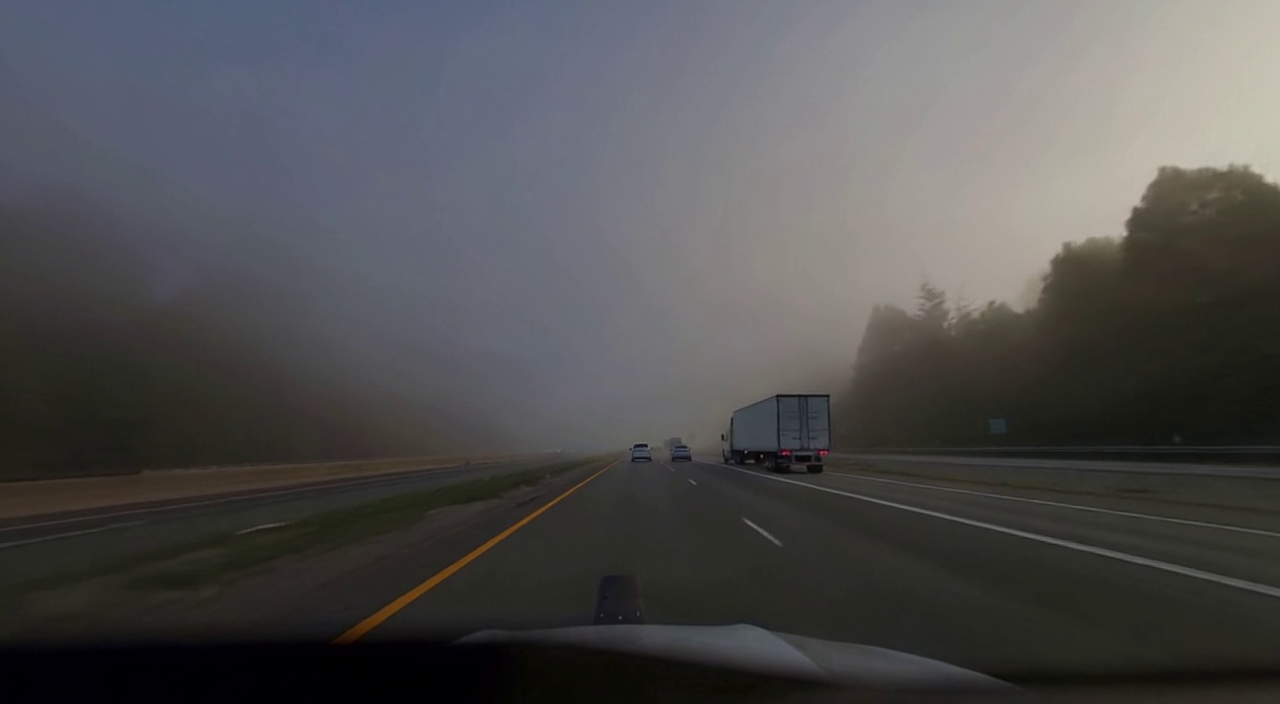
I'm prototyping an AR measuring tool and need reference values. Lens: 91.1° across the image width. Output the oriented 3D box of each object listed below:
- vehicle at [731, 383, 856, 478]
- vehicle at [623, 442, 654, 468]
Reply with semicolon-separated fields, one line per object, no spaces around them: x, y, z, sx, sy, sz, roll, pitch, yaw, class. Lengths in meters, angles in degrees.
7.680;4.474;34.366;3.044;4.073;14.016;0;-9;-1;vehicle
-0.088;7.321;44.891;2.114;1.706;4.106;0;-9;0;vehicle
